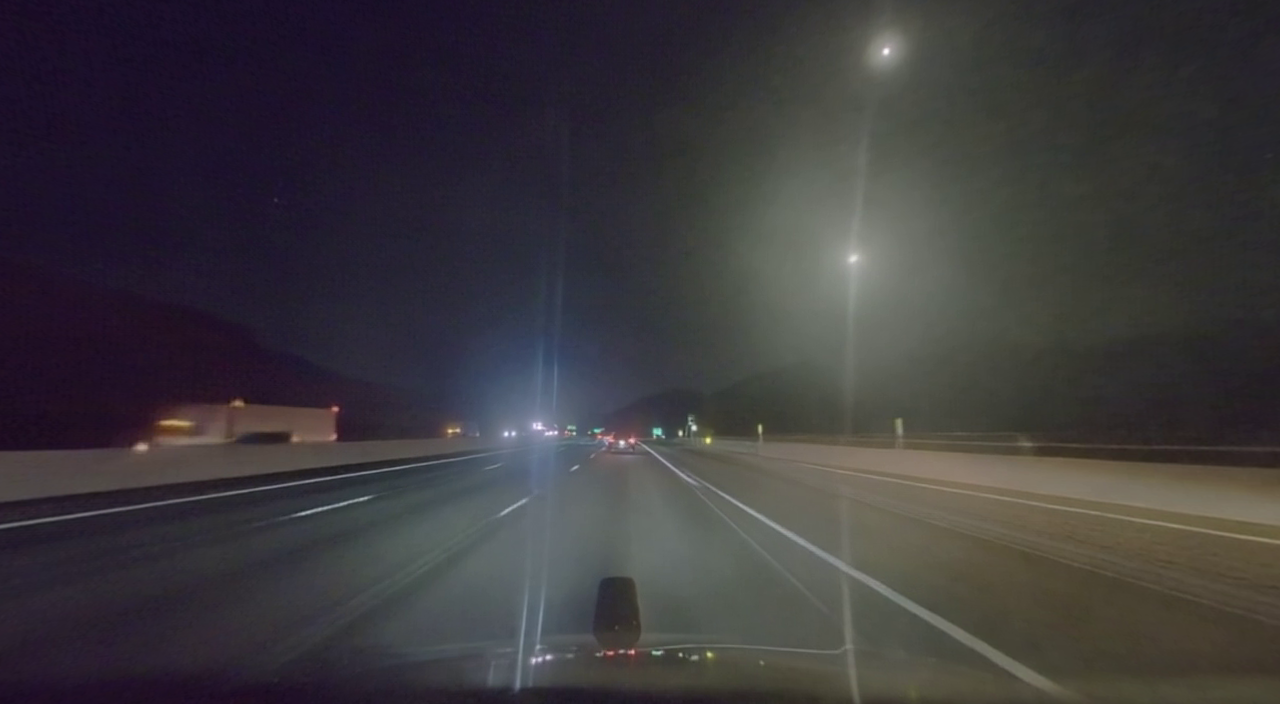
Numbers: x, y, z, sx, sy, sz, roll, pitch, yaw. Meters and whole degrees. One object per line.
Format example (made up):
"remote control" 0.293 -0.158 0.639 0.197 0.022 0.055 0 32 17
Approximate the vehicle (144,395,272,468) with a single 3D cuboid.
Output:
"vehicle" -24.230 4.523 35.734 2.958 3.757 5.987 0 -8 -1

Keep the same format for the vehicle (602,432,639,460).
"vehicle" -1.077 5.214 35.202 1.948 1.470 3.913 0 -8 -2
